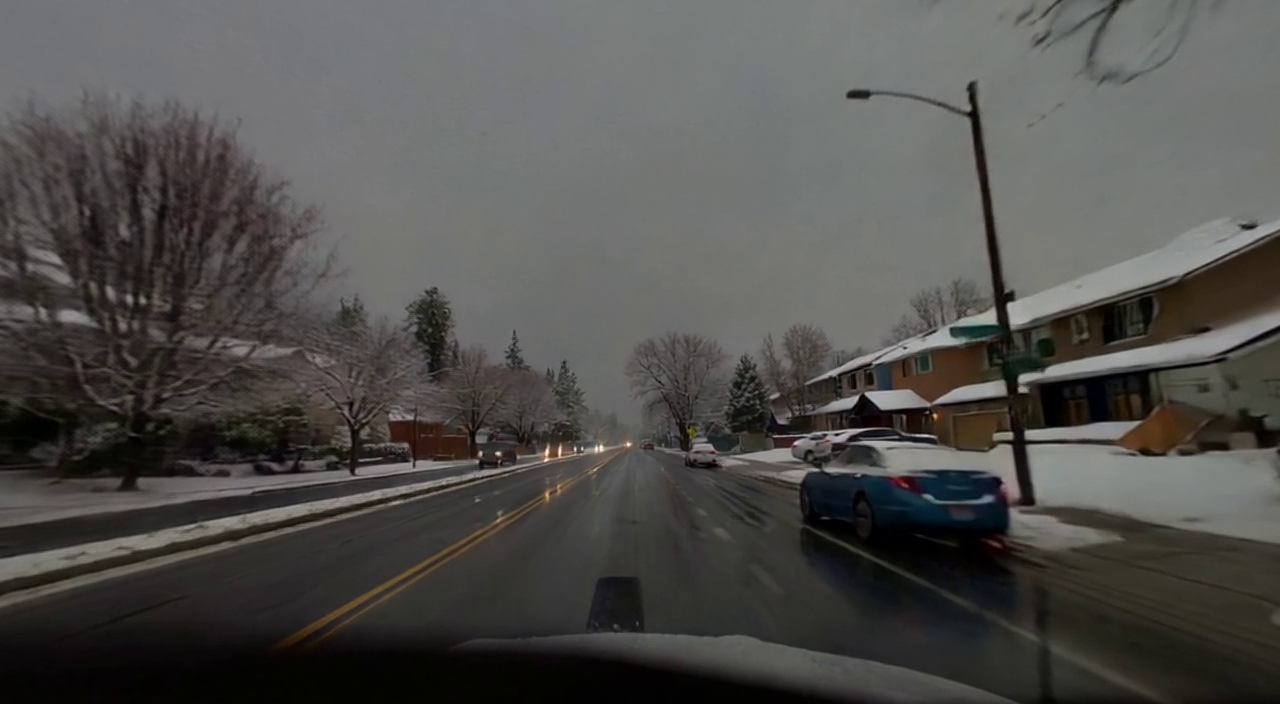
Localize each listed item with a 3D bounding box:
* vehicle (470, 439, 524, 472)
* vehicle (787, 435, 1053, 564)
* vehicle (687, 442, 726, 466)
[{"bbox_3d":[-8.635,6.244,38.479,2.146,1.869,4.654,0,-8,1],"label":"vehicle"},{"bbox_3d":[3.853,2.082,9.804,1.991,1.500,4.562,0,-8,0],"label":"vehicle"},{"bbox_3d":[4.240,6.596,41.177,2.011,1.458,4.633,0,-8,-1],"label":"vehicle"}]
